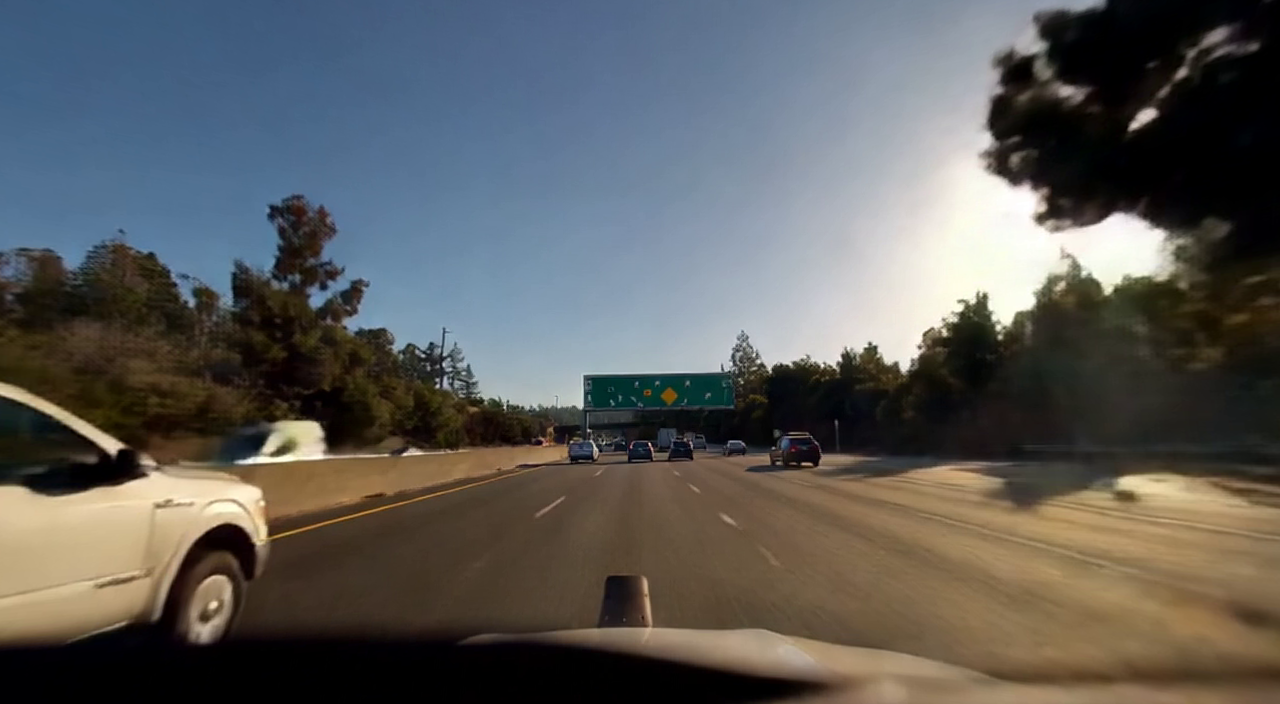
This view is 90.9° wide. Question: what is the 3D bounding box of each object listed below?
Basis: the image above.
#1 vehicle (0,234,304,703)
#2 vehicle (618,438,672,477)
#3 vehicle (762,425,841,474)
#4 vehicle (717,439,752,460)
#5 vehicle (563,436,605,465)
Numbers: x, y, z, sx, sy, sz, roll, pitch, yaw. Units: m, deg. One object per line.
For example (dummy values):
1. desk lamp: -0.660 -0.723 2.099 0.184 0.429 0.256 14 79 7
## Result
1. vehicle: -3.367 0.449 0.911 2.487 1.979 5.742 -1 -8 1
2. vehicle: 0.184 4.350 26.353 2.071 1.464 4.162 0 -8 0
3. vehicle: 7.024 4.309 28.020 2.094 1.916 5.099 0 -8 -1
4. vehicle: 7.081 7.344 47.583 1.894 1.511 4.148 0 -8 -1
5. vehicle: -3.416 6.121 39.344 2.140 1.720 4.410 0 -8 1
